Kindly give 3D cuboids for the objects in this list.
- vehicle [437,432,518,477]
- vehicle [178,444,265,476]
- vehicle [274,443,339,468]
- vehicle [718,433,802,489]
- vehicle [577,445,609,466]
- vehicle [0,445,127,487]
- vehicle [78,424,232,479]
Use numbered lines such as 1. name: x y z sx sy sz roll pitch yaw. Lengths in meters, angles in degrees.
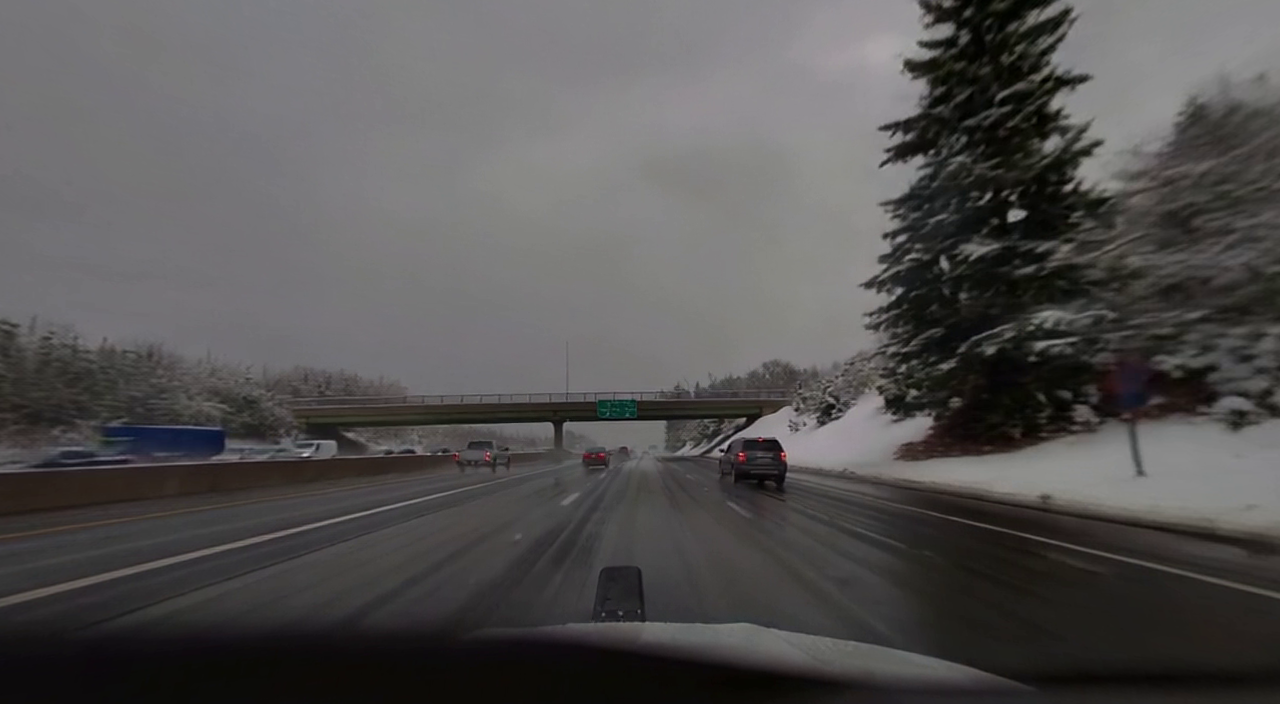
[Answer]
1. vehicle: -7.711 4.958 30.563 2.341 1.959 5.684 0 -9 1
2. vehicle: -25.458 6.568 38.539 2.032 1.772 4.753 0 -9 0
3. vehicle: -25.206 7.854 47.843 2.090 1.746 5.035 0 -9 0
4. vehicle: 4.012 3.721 21.842 1.990 1.735 4.276 0 -9 -1
5. vehicle: -3.523 7.908 48.290 2.067 1.528 4.551 0 -9 1
6. vehicle: -25.418 4.891 27.456 1.980 1.634 4.800 0 -9 0
7. vehicle: -33.044 6.863 43.637 2.868 3.365 9.661 0 -9 0
